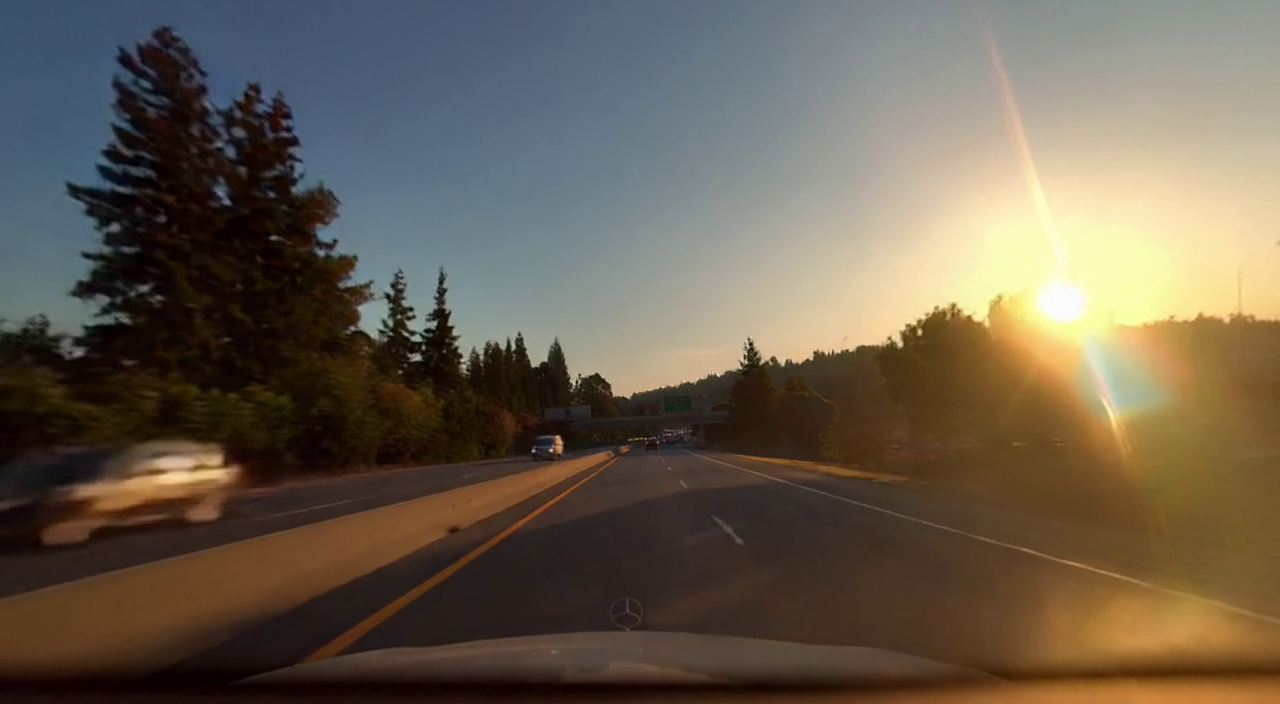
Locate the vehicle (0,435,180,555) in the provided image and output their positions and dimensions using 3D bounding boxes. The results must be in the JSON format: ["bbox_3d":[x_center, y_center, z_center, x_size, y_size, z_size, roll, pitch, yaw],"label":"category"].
[{"bbox_3d":[-9.042,1.898,8.589,2.040,1.491,4.606,0,-8,1],"label":"vehicle"}]
